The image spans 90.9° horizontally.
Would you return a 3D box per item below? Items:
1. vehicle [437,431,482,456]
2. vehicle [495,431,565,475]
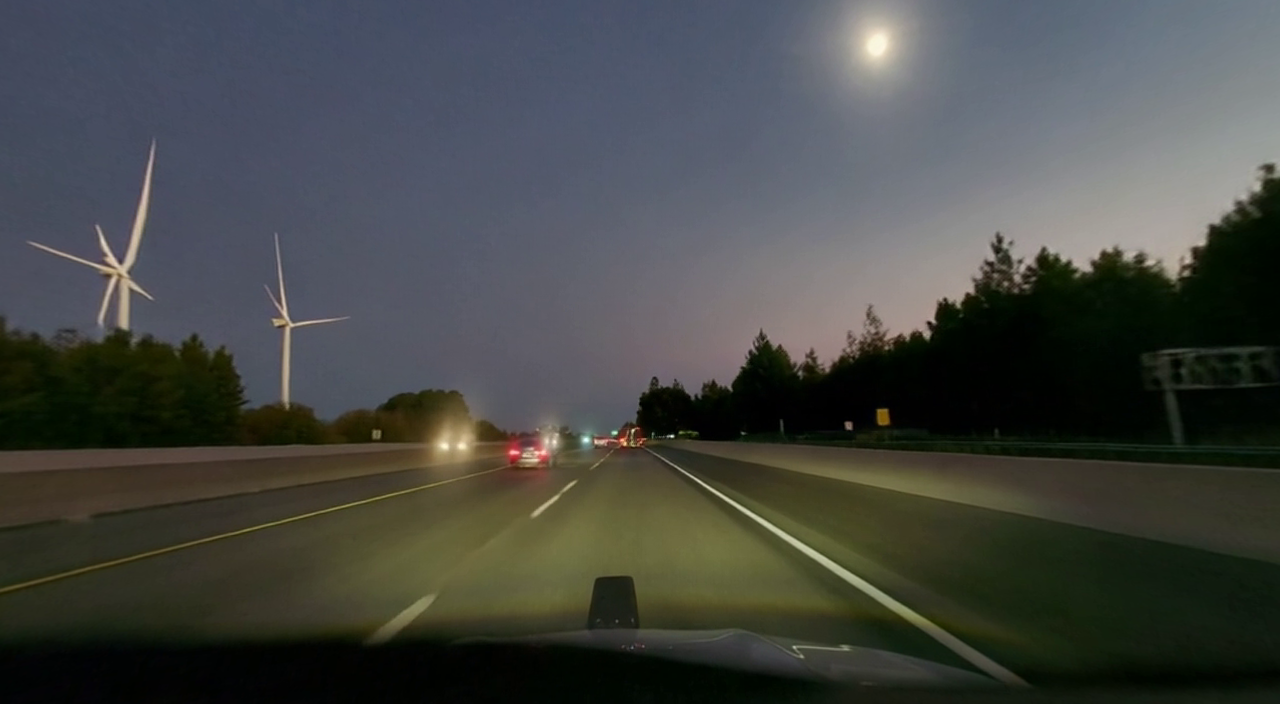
[{"bbox_3d":[-13.283,6.765,46.566,1.999,1.752,4.588,0,-8,-1],"label":"vehicle"},{"bbox_3d":[-4.123,3.821,24.173,1.950,1.511,3.965,0,-8,0],"label":"vehicle"}]
